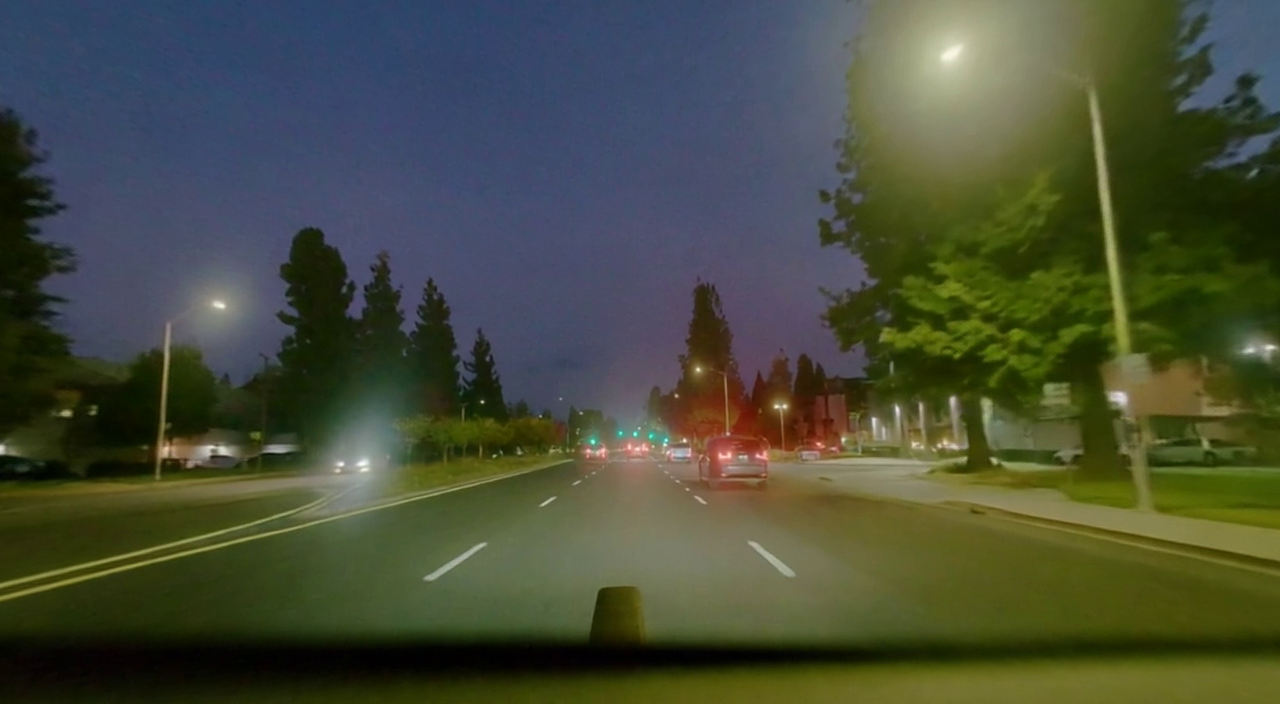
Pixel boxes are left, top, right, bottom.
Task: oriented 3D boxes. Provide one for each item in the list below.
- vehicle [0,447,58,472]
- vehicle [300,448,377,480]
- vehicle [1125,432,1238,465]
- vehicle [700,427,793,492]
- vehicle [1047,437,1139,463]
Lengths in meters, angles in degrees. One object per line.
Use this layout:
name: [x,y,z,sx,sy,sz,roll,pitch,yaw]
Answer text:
vehicle: [-45.981,7.741,45.683,5.412,1.708,2.213,0,-8,-1]
vehicle: [-16.392,6.092,34.661,1.988,1.619,4.561,0,-8,0]
vehicle: [31.165,5.519,36.421,5.111,1.834,2.093,1,-8,-11]
vehicle: [3.210,3.363,20.017,2.060,1.816,4.343,0,-8,-2]
vehicle: [30.316,6.567,42.379,4.607,1.683,2.217,1,-8,-8]
